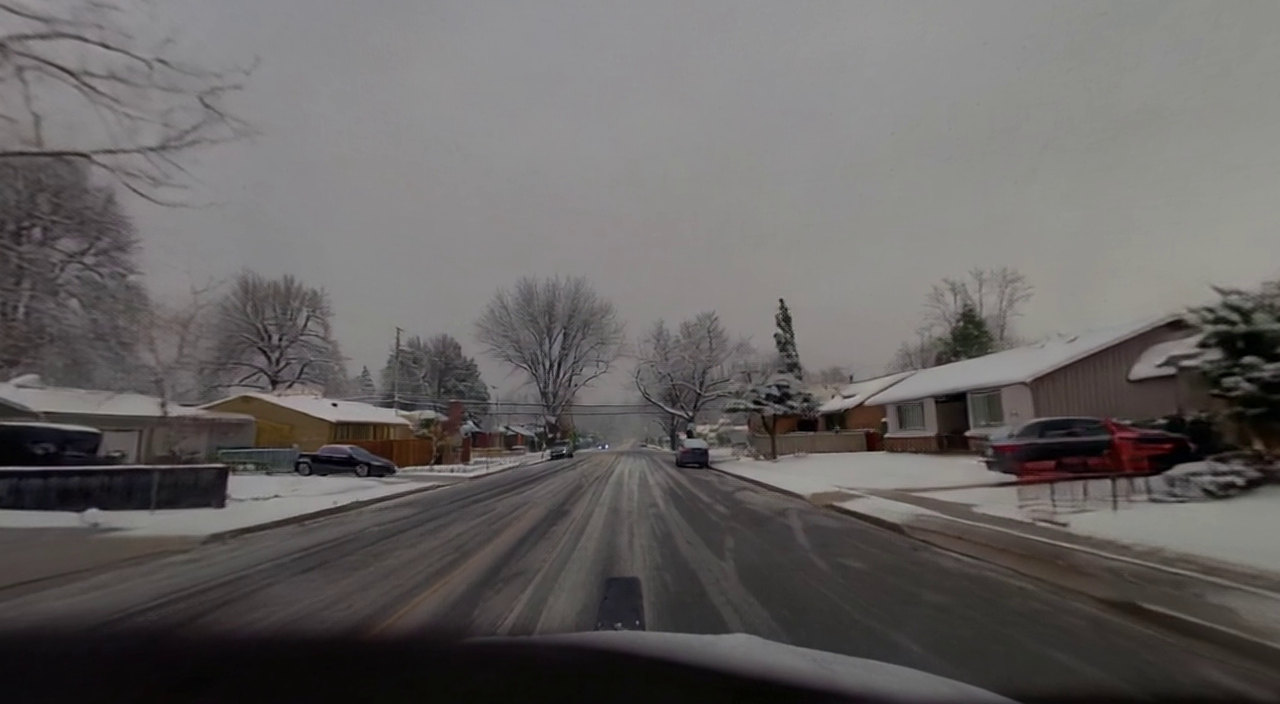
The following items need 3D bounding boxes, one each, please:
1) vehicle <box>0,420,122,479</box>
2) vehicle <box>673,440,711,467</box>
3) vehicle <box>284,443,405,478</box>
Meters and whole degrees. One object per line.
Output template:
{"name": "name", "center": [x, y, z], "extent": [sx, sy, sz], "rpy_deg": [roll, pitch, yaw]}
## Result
{"name": "vehicle", "center": [-18.562, 2.942, 19.094], "extent": [4.093, 1.661, 1.765], "rpy_deg": [0, -8, -5]}
{"name": "vehicle", "center": [3.019, 6.011, 37.497], "extent": [1.975, 1.528, 4.000], "rpy_deg": [0, -9, 1]}
{"name": "vehicle", "center": [-13.476, 4.974, 29.066], "extent": [4.572, 1.522, 1.999], "rpy_deg": [0, -9, -4]}
